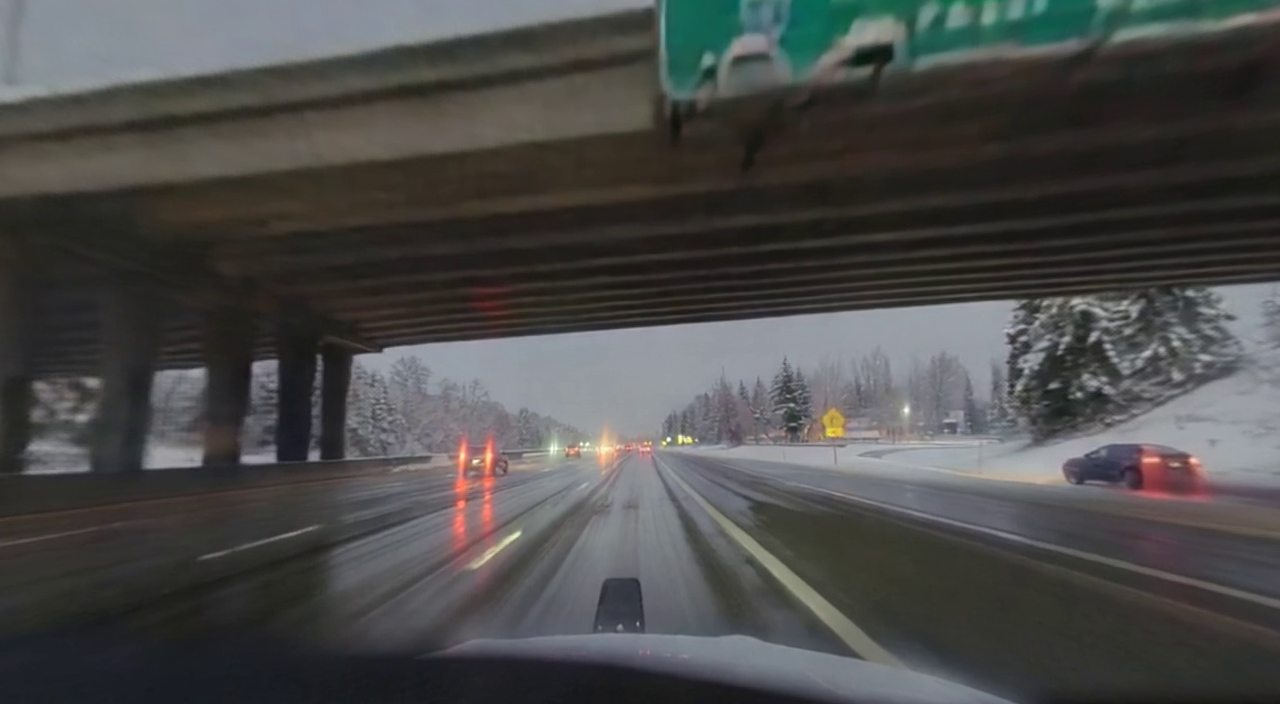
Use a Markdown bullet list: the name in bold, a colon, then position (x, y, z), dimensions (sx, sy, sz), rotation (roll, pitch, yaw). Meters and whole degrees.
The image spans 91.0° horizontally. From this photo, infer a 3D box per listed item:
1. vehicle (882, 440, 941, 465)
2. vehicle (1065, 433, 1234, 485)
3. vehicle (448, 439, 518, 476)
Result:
- **vehicle**: position (18.383, 6.832, 42.905), dimensions (1.989, 1.529, 4.791), rotation (0, -9, 1)
- **vehicle**: position (17.307, 3.651, 21.782), dimensions (1.884, 1.567, 4.692), rotation (0, -9, 0)
- **vehicle**: position (-6.898, 4.666, 28.143), dimensions (1.985, 1.513, 4.172), rotation (0, -9, 1)
